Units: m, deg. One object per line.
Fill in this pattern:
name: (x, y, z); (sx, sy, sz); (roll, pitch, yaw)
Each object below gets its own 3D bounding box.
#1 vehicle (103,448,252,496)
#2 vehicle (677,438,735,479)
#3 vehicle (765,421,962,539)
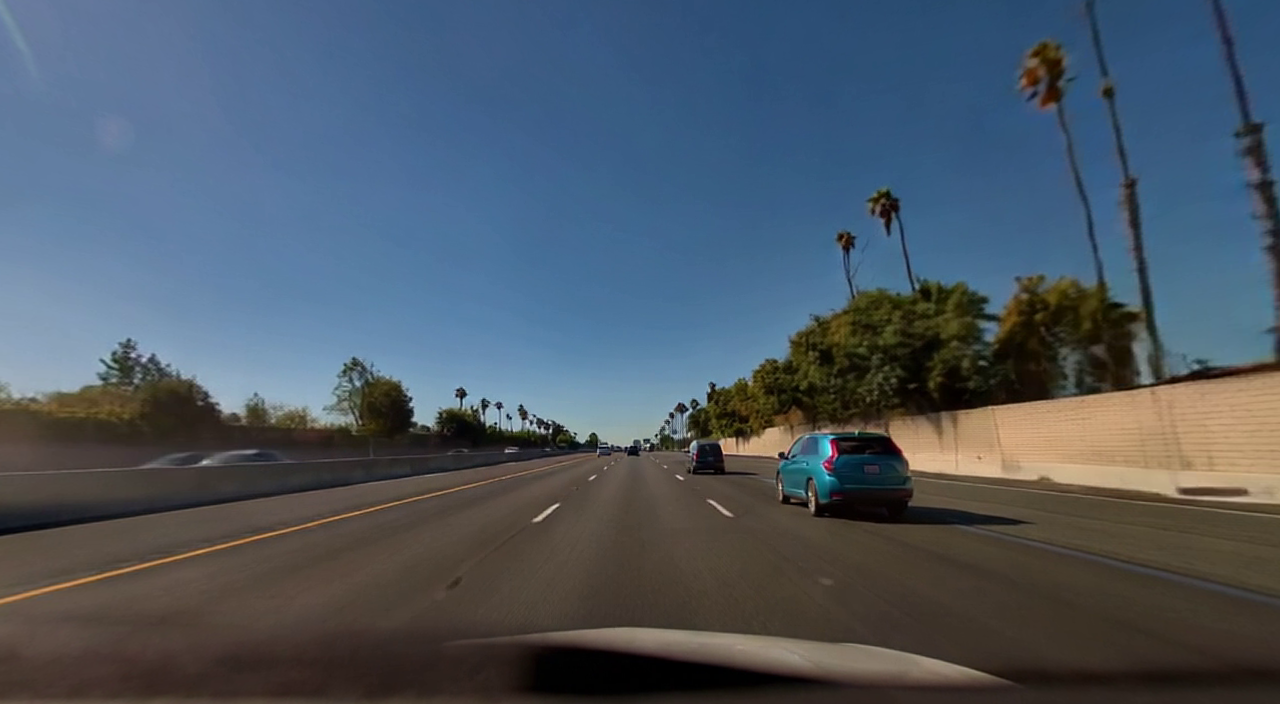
vehicle: (-15.841, 4.098, 22.036); (1.838, 1.488, 4.436); (0, -9, 0)
vehicle: (2.929, 4.829, 28.903); (2.045, 1.688, 4.313); (0, -9, -2)
vehicle: (3.651, 2.164, 11.315); (1.910, 1.696, 4.187); (0, -8, -1)
